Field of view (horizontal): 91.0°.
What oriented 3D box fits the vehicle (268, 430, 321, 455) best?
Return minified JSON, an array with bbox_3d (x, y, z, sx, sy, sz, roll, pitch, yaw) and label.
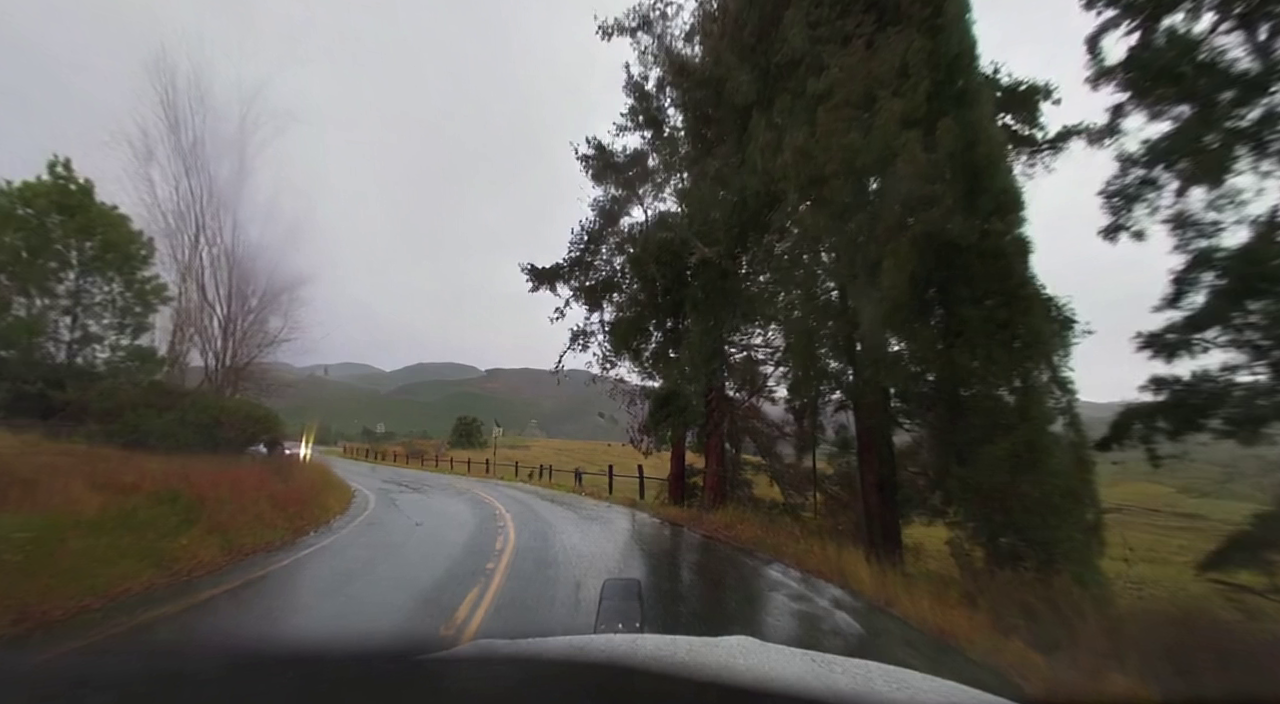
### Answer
[{"bbox_3d":[-26.983,7.058,49.102,4.241,1.562,2.075,-3,-11,41],"label":"vehicle"}]
